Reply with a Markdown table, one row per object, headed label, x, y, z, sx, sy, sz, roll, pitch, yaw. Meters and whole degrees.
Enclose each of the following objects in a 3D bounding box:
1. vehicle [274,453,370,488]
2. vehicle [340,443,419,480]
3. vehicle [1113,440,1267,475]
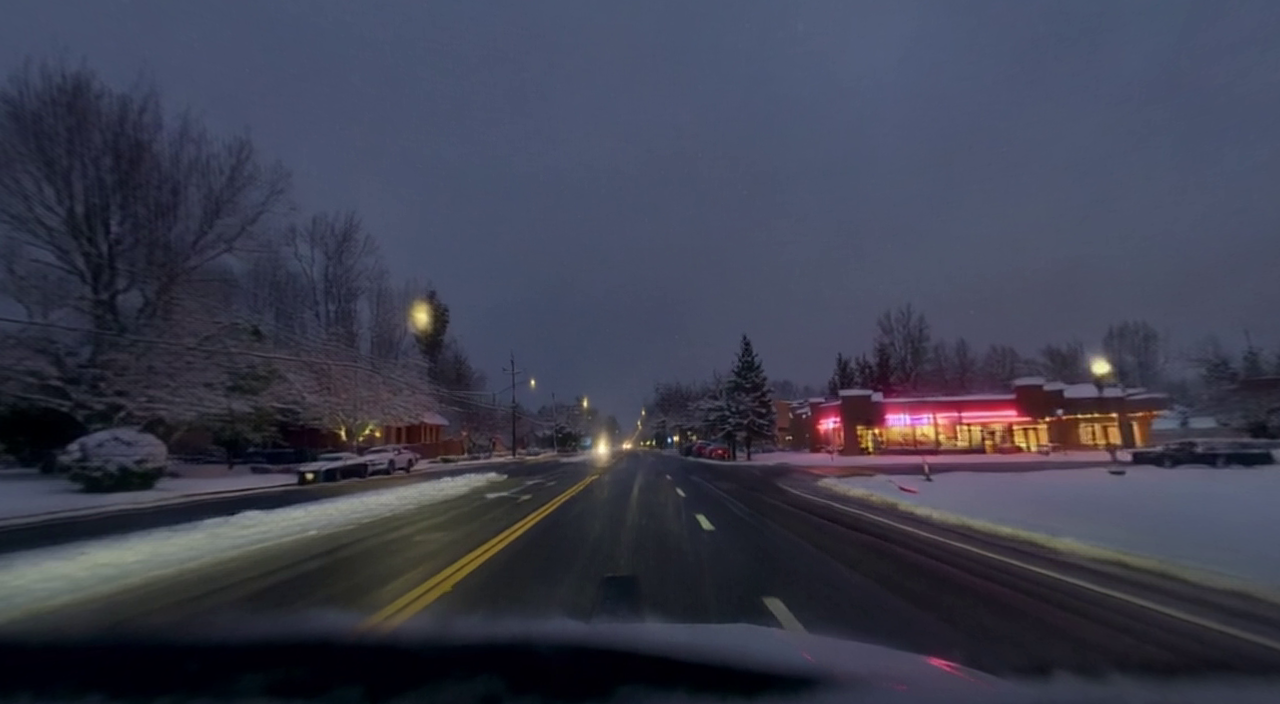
| label | x | y | z | sx | sy | sz | roll | pitch | yaw |
| --- | --- | --- | --- | --- | --- | --- | --- | --- | --- |
| vehicle | -15.029 | 5.617 | 30.194 | 2.106 | 1.479 | 4.541 | 0 | -9 | 1 |
| vehicle | -14.882 | 6.289 | 36.542 | 2.164 | 1.933 | 5.804 | 0 | -9 | -1 |
| vehicle | 24.364 | 4.696 | 28.234 | 4.622 | 1.466 | 2.066 | -3 | -9 | 16 |
